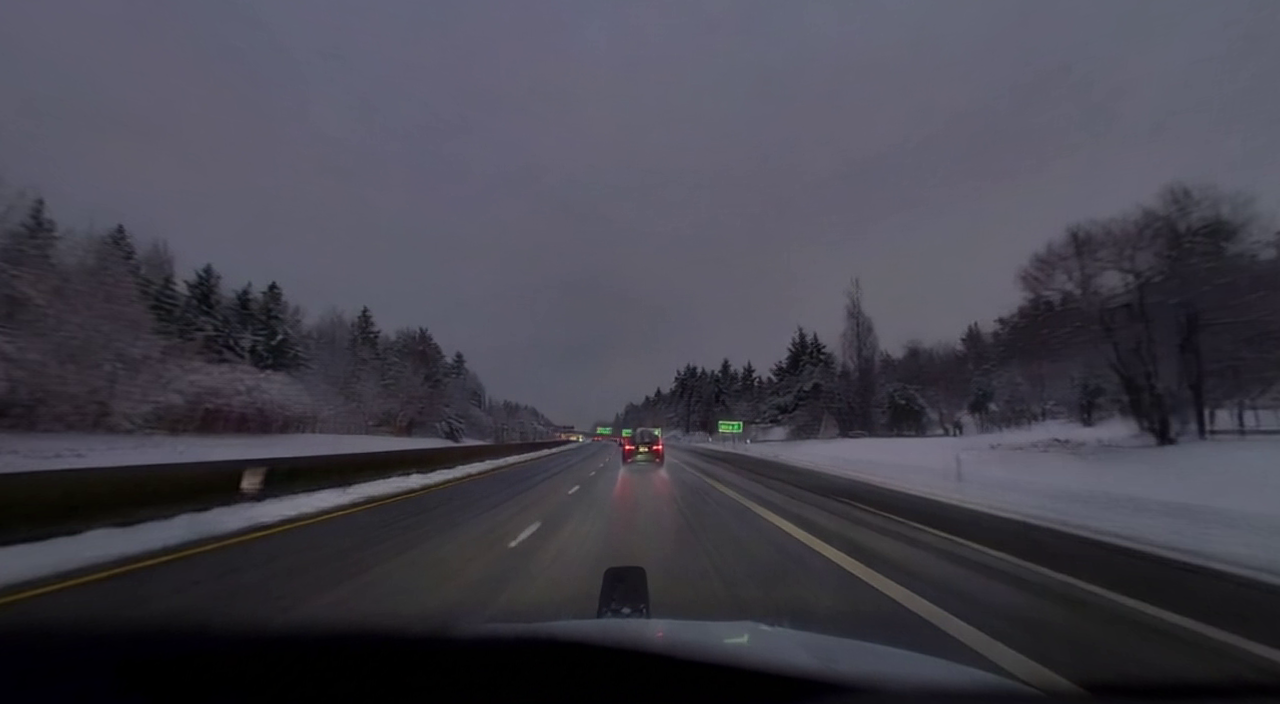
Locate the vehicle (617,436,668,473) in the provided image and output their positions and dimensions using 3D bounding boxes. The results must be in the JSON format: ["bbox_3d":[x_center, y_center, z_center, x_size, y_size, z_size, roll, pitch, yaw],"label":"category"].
[{"bbox_3d":[0.111,4.557,28.160,2.130,1.512,4.057,0,-8,0],"label":"vehicle"}]
